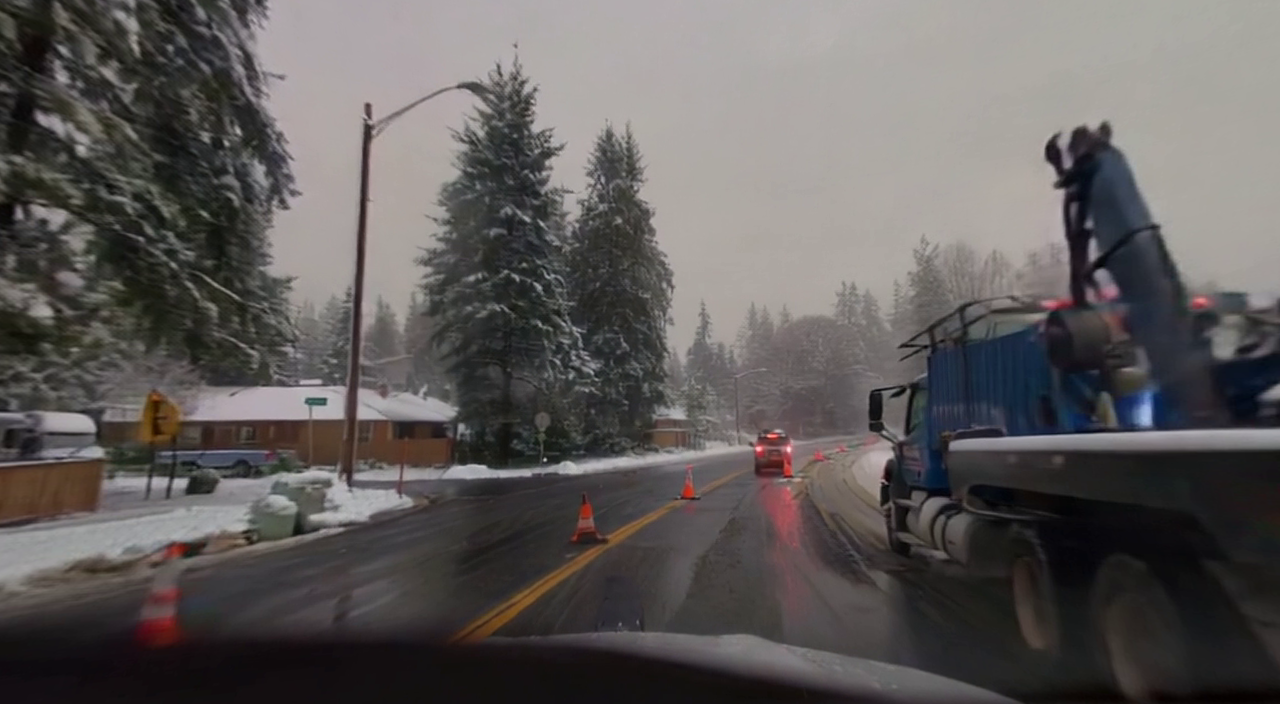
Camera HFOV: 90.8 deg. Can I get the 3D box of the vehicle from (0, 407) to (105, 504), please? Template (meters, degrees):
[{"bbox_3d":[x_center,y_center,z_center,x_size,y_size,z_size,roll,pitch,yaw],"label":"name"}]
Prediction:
[{"bbox_3d":[-16.581,2.752,17.040,2.665,2.465,1.532,3,-8,-18],"label":"vehicle"}]

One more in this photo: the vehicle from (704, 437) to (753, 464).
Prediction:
[{"bbox_3d":[6.395,7.248,46.388,1.997,1.853,4.654,2,-9,-13],"label":"vehicle"}]

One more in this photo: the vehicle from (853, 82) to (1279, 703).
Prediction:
[{"bbox_3d":[3.852,0.777,4.922,3.098,2.601,6.758,-1,-6,10],"label":"vehicle"}]

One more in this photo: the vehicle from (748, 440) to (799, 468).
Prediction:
[{"bbox_3d":[8.042,6.171,38.372,1.716,1.583,3.770,2,-9,-9],"label":"vehicle"}]
